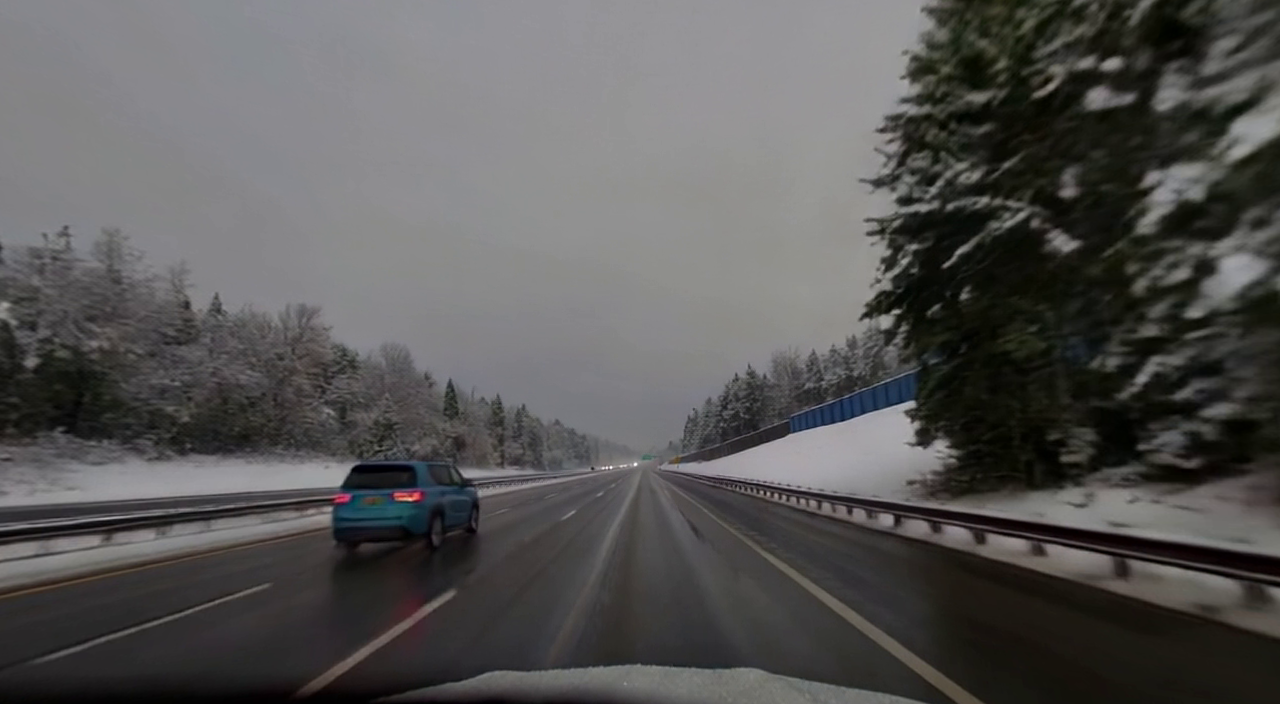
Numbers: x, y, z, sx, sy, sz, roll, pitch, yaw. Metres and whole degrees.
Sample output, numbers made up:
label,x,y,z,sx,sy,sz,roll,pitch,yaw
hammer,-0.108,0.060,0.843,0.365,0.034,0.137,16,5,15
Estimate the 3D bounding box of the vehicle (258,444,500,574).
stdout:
label,x,y,z,sx,sy,sz,roll,pitch,yaw
vehicle,-3.594,2.256,9.595,1.985,1.515,3.839,1,-11,0
